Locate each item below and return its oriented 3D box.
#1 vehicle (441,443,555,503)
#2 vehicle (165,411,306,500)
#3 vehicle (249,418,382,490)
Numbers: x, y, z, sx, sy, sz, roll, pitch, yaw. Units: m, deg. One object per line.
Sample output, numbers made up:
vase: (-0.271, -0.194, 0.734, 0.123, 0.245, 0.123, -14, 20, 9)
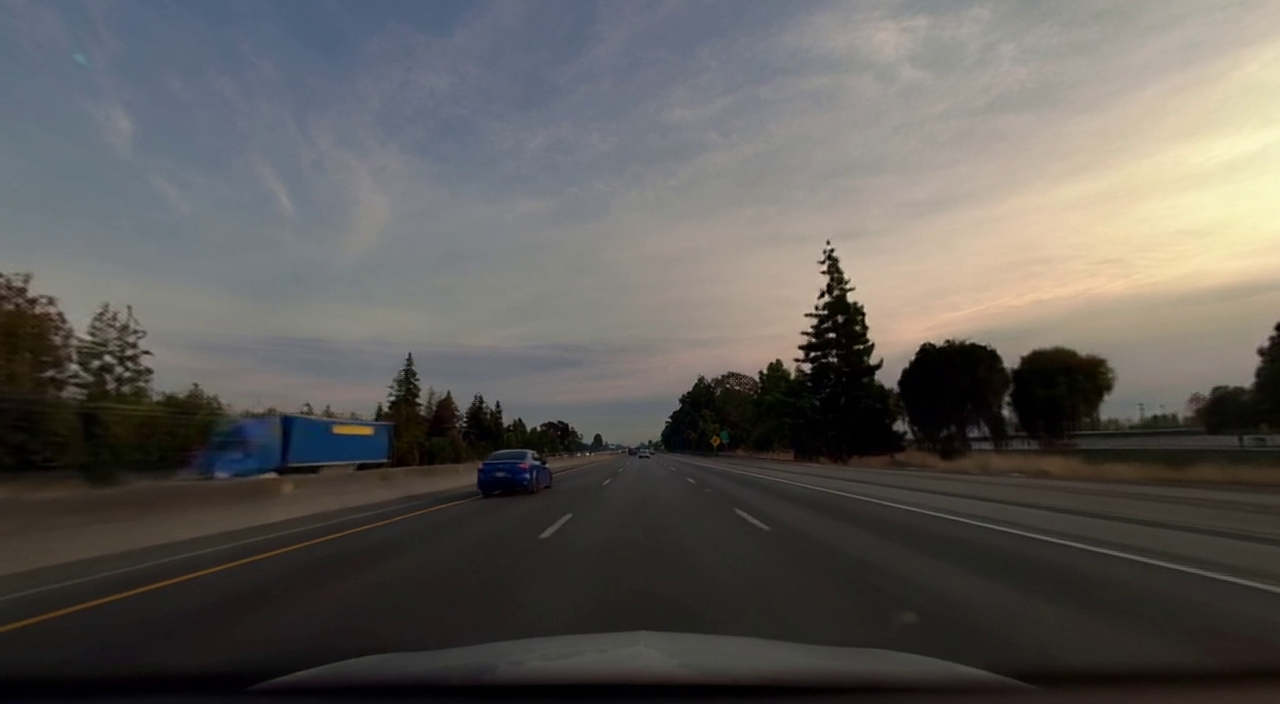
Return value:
vehicle: (-4.022, 3.541, 18.969, 2.128, 1.521, 5.409, 0, -9, 1)
vehicle: (-19.971, 5.182, 31.671, 2.981, 3.978, 5.949, 0, -9, -1)
vehicle: (-16.176, 5.199, 32.190, 2.671, 3.197, 7.582, 0, -9, 0)
